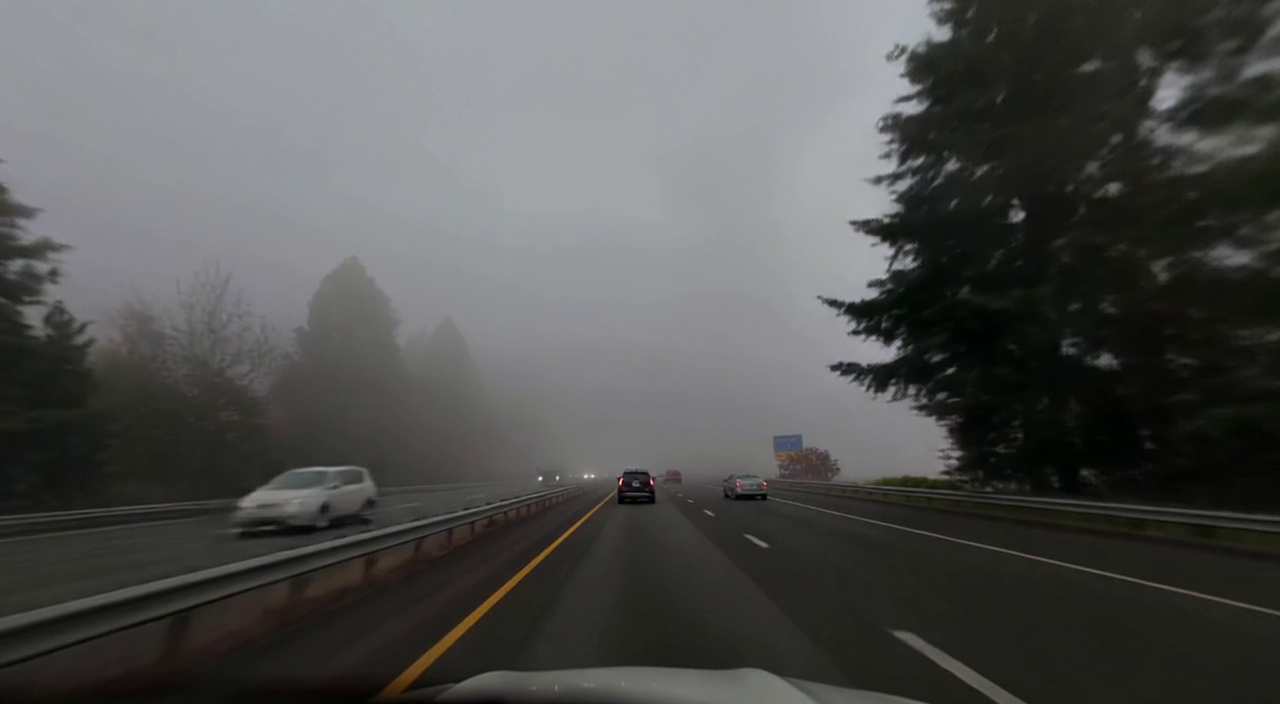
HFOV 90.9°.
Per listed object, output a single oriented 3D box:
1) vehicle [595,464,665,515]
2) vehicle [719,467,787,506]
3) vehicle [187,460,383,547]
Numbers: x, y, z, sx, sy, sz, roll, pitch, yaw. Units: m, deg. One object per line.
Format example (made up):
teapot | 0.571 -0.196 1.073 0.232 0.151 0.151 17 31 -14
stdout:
vehicle | -0.292 4.409 20.547 2.060 1.473 3.726 1 -10 0
vehicle | 4.613 5.560 26.334 1.974 1.476 4.119 1 -10 -1
vehicle | -7.463 3.202 13.812 1.911 1.585 3.952 1 -10 0
